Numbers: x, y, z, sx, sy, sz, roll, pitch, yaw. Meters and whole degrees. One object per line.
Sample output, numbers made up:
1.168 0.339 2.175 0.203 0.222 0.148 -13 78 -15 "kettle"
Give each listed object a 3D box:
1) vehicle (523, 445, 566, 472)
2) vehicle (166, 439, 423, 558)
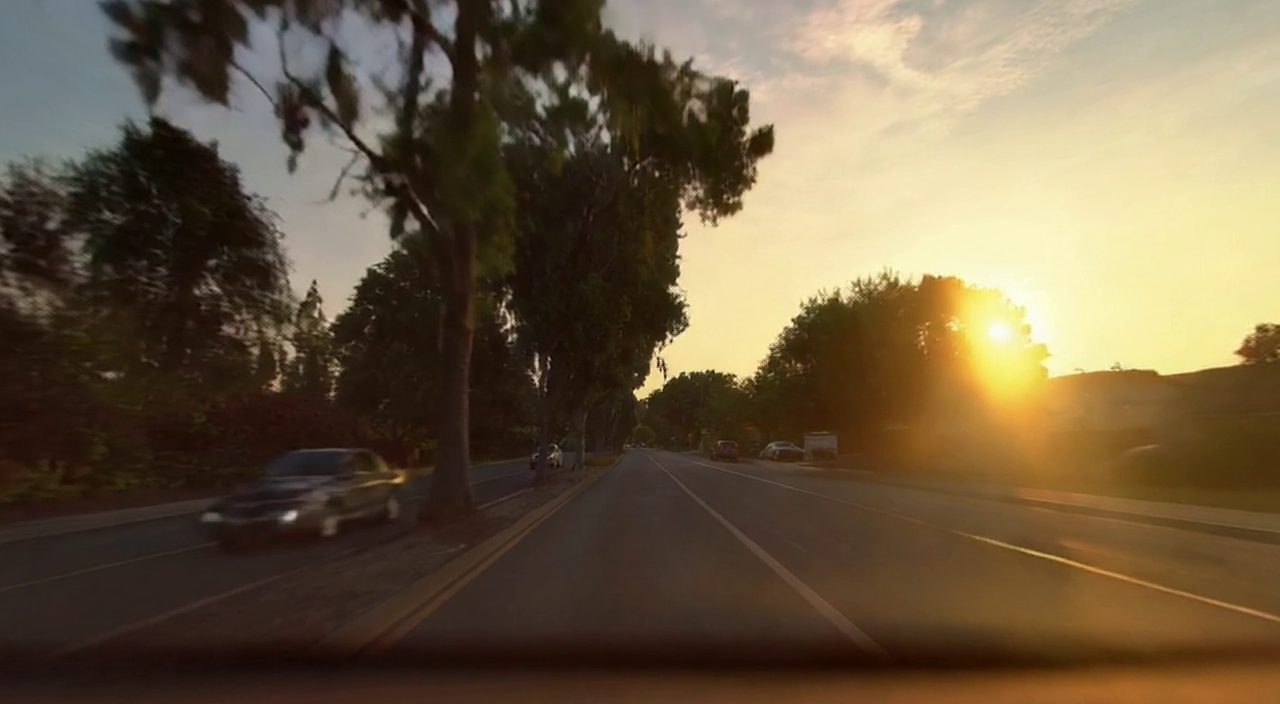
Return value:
-5.807 6.509 38.622 1.962 1.471 4.336 -3 -9 -1 "vehicle"
-5.531 2.365 10.899 1.935 1.521 4.314 -4 -9 2 "vehicle"
